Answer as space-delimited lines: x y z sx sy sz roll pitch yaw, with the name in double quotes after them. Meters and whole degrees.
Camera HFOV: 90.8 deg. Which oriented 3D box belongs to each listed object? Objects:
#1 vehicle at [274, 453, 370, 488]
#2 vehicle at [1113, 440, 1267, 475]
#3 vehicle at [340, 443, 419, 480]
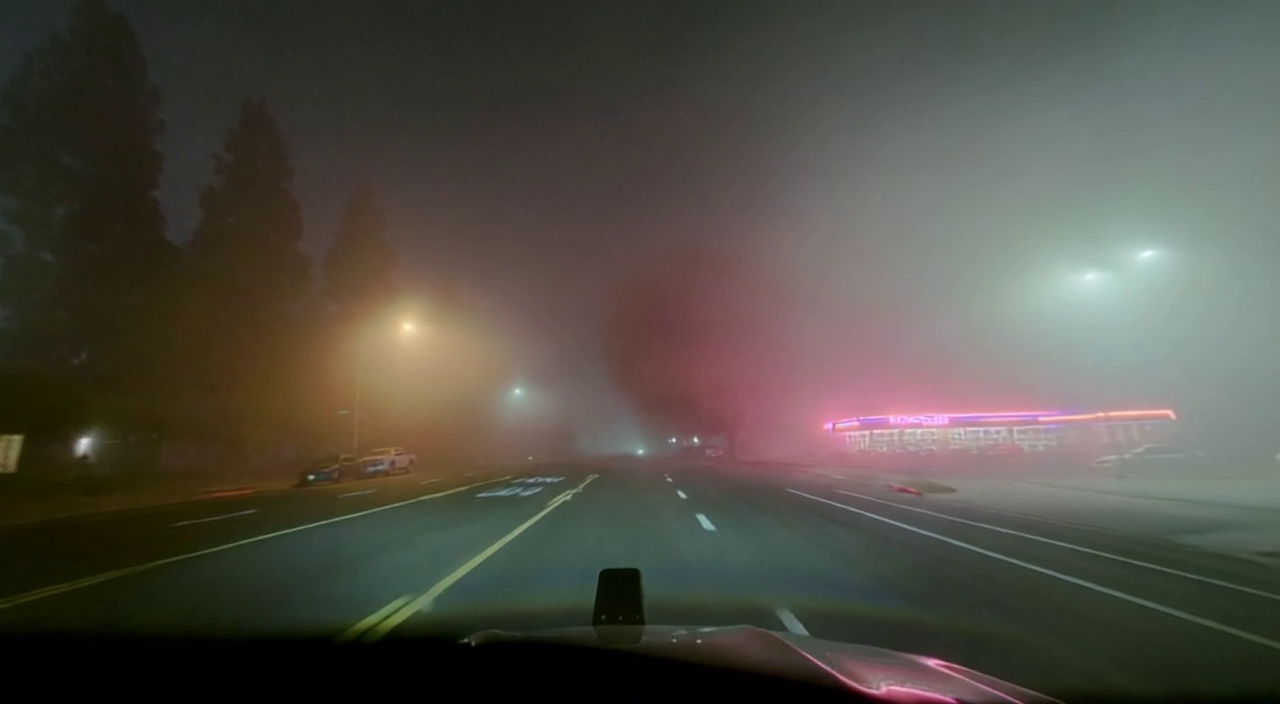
-15.029 5.617 30.194 2.106 1.479 4.541 0 -9 1 "vehicle"
24.364 4.696 28.234 4.622 1.466 2.066 -3 -9 16 "vehicle"
-14.882 6.289 36.542 2.164 1.933 5.804 0 -9 -1 "vehicle"
